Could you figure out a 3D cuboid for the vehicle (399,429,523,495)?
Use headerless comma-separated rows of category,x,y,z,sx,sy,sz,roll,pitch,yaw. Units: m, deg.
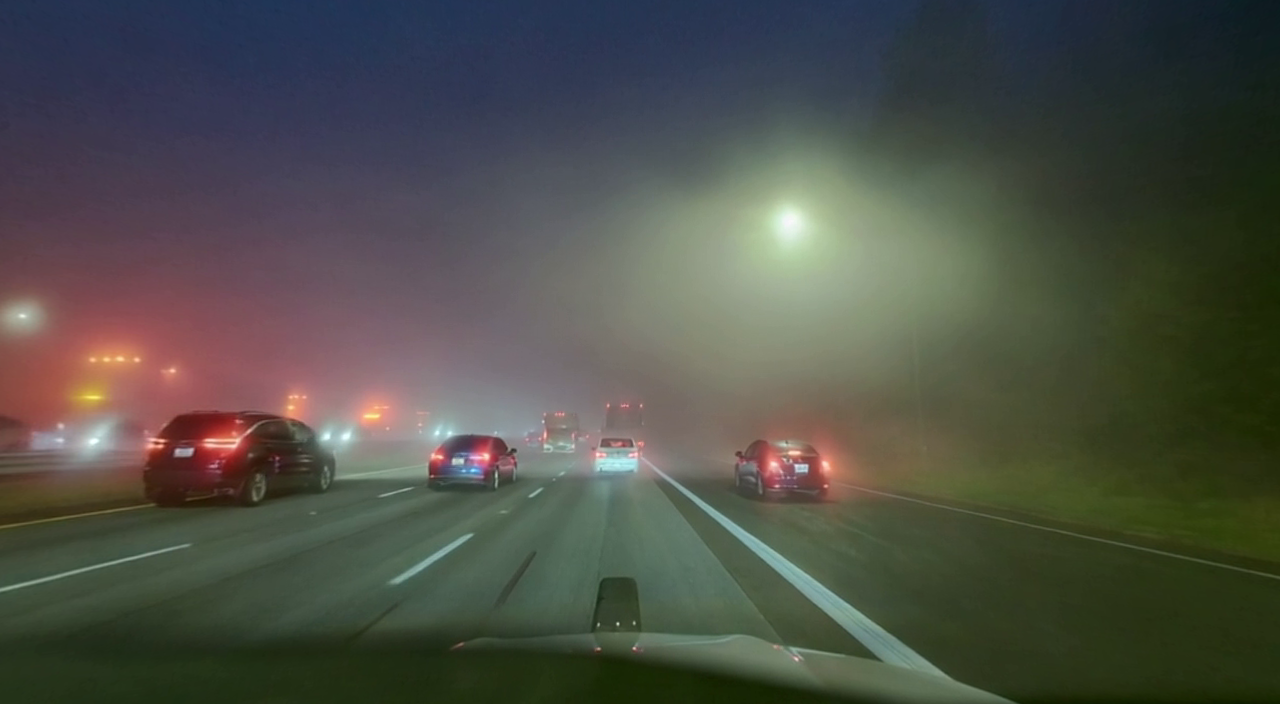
vehicle,-4.503,2.821,16.614,2.046,1.493,4.384,0,-8,-1

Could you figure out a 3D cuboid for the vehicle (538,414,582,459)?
vehicle,-5.041,5.418,40.475,2.303,2.610,6.579,0,-8,-3

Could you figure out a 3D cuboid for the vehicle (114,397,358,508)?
vehicle,-8.209,2.094,13.509,2.158,1.943,4.662,0,-8,-1

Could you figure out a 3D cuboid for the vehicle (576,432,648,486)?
vehicle,-0.826,3.184,19.123,1.980,1.478,3.758,0,-8,-2

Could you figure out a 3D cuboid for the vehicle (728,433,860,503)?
vehicle,3.577,2.758,15.573,1.981,1.474,4.396,0,-8,-2
